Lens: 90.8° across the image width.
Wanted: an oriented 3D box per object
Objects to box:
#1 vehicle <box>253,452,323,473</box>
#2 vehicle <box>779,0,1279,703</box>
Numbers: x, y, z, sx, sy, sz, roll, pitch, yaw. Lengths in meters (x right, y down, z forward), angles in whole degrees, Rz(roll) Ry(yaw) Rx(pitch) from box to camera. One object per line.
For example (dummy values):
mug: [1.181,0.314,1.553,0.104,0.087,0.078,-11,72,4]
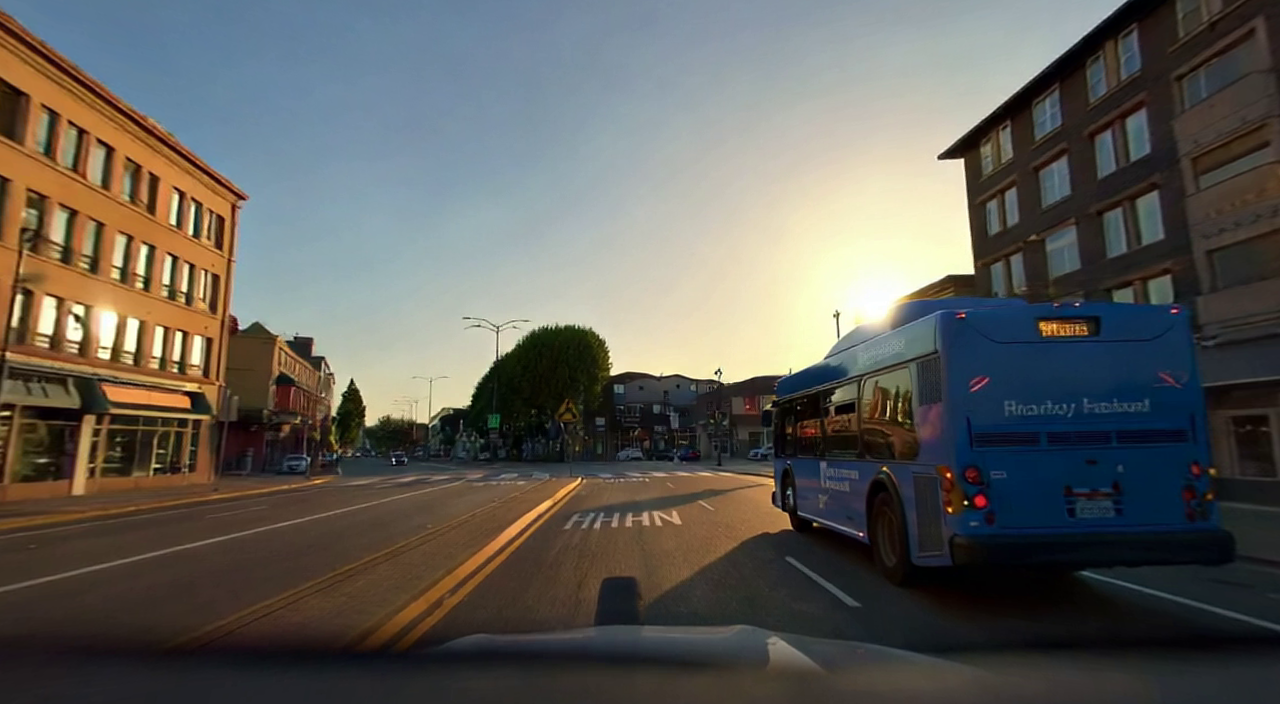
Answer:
vehicle: [-27.622,8.680,49.620,4.384,1.500,1.864,7,-11,-41]
vehicle: [3.812,0.135,2.859,3.194,3.345,12.428,0,-8,-2]
